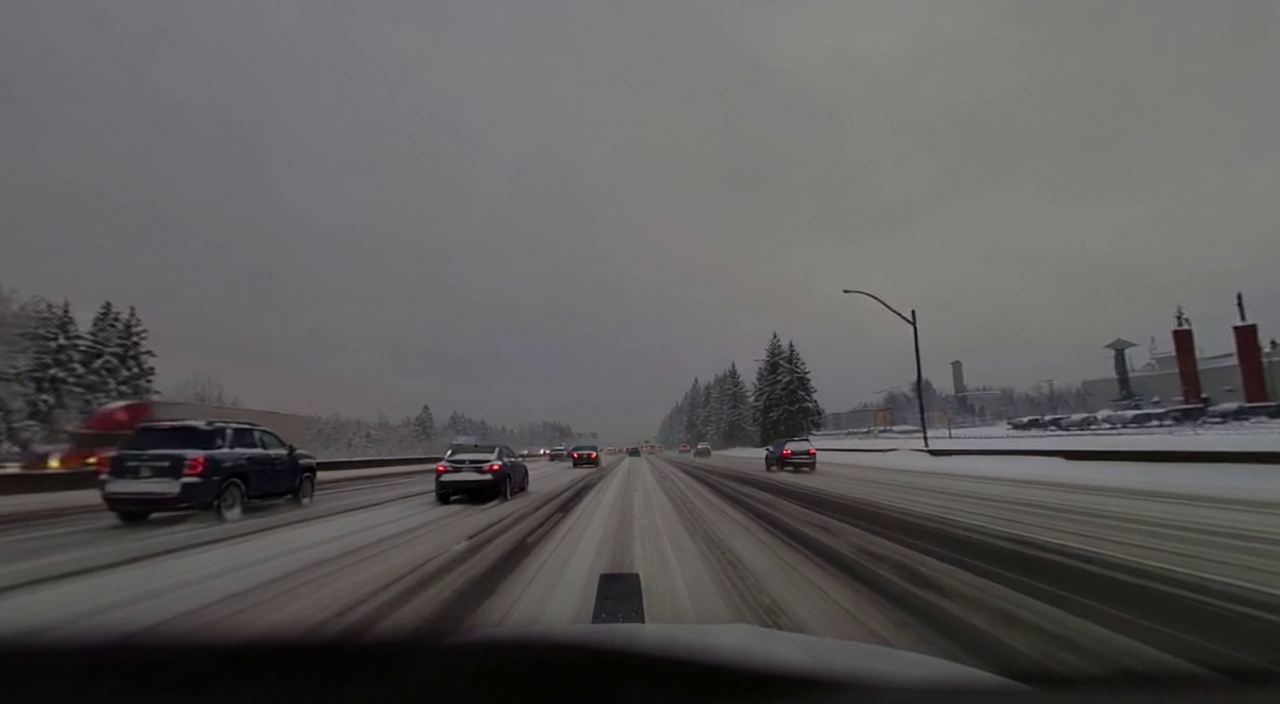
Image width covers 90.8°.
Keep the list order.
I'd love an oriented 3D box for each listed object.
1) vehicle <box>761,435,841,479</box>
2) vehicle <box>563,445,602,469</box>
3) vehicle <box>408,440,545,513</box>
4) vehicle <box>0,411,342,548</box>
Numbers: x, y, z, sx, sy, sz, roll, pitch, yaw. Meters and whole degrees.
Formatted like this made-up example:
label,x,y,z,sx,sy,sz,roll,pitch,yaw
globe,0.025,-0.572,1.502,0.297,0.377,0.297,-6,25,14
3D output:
label,x,y,z,sx,sy,sz,roll,pitch,yaw
vehicle,6.919,4.569,27.685,2.147,1.769,4.666,0,-9,-1
vehicle,-3.625,6.716,40.581,2.078,1.464,4.093,0,-9,0
vehicle,-3.690,2.899,15.236,2.047,1.469,4.614,0,-9,0
vehicle,-7.544,2.068,10.899,2.310,1.787,4.955,0,-9,1
